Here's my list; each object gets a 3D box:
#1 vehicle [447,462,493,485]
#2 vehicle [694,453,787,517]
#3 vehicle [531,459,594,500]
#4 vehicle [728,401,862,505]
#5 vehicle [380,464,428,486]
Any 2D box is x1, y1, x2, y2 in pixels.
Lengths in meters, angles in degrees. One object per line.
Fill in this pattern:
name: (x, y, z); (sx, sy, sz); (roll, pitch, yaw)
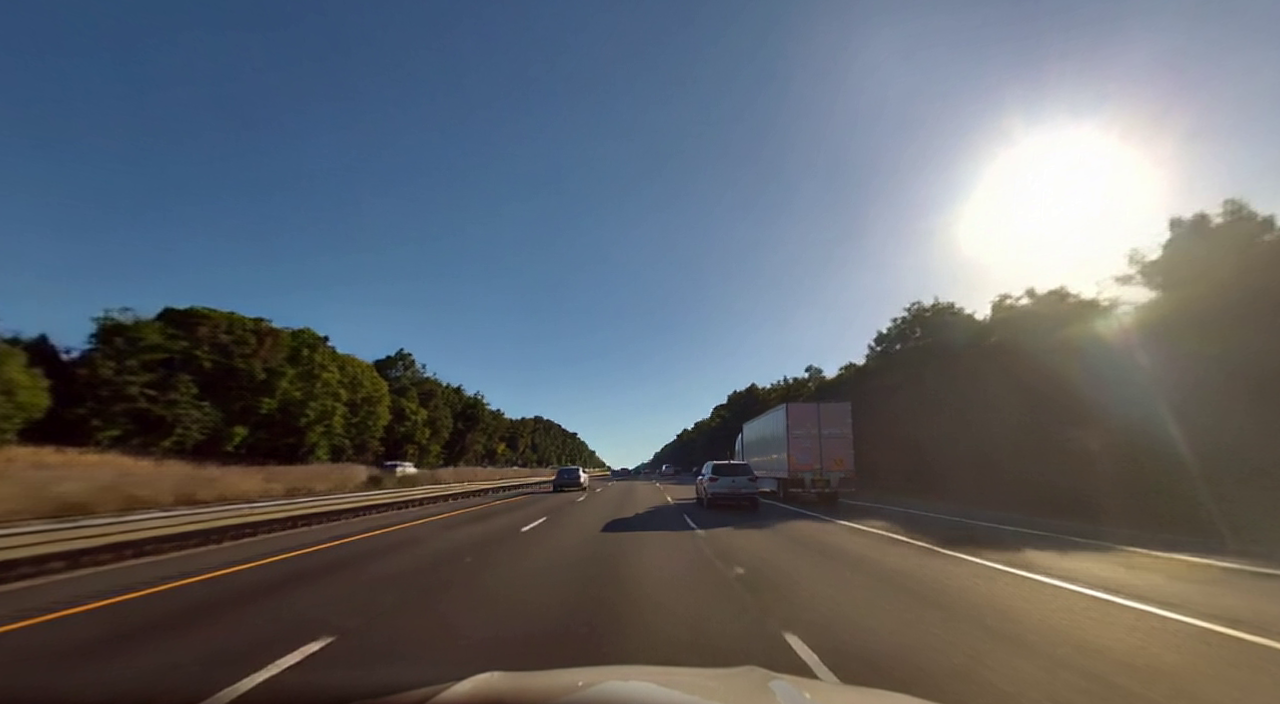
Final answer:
vehicle: (-11.387, 8.182, 42.350); (1.827, 1.412, 4.194); (1, -10, 1)
vehicle: (2.948, 4.052, 19.507); (2.050, 1.708, 4.457); (1, -10, -1)
vehicle: (-3.187, 5.347, 26.605); (2.025, 1.547, 4.150); (1, -10, 1)
vehicle: (7.417, 5.573, 33.823); (2.883, 4.151, 17.144); (1, -10, 0)
vehicle: (-17.907, 9.349, 47.824); (1.783, 1.541, 4.315); (0, -10, 2)
